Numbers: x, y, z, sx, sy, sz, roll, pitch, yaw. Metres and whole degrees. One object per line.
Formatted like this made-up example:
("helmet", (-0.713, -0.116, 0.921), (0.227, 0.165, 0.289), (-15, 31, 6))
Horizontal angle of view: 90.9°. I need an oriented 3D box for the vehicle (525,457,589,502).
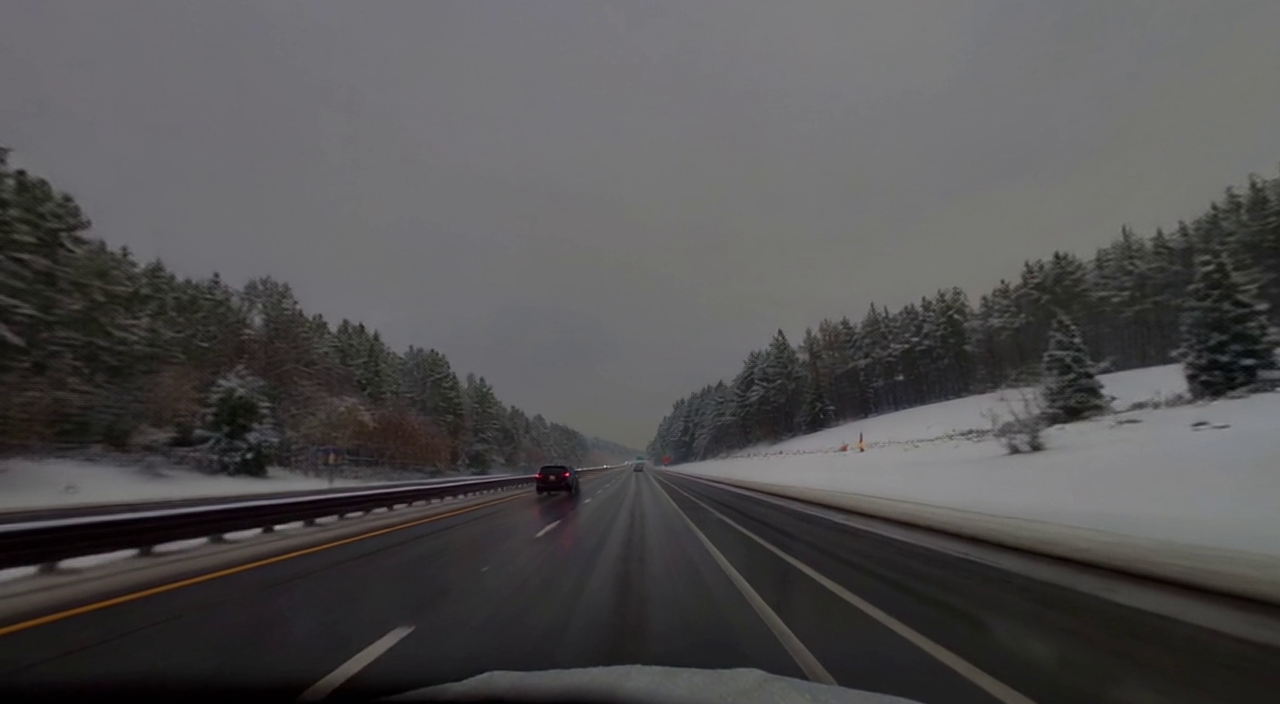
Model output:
("vehicle", (-3.162, 4.984, 24.839), (1.900, 1.550, 4.146), (1, -10, 1))
